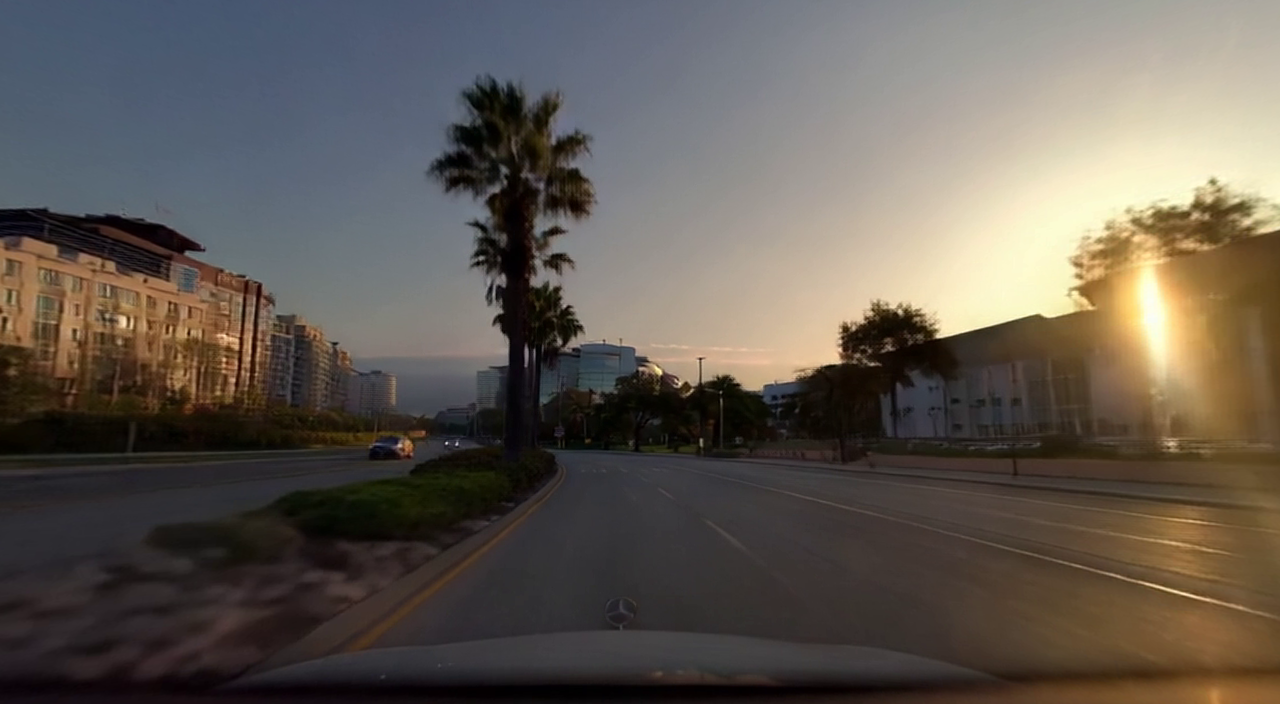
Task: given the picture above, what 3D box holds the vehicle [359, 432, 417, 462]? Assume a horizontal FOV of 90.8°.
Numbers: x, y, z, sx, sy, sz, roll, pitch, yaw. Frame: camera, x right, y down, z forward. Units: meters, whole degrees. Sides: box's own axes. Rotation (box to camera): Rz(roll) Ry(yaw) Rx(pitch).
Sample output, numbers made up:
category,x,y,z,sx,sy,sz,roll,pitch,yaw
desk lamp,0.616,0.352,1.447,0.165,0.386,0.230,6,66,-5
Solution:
category,x,y,z,sx,sy,sz,roll,pitch,yaw
vehicle,-14.951,5.679,37.748,1.961,1.664,4.422,1,-9,-6
